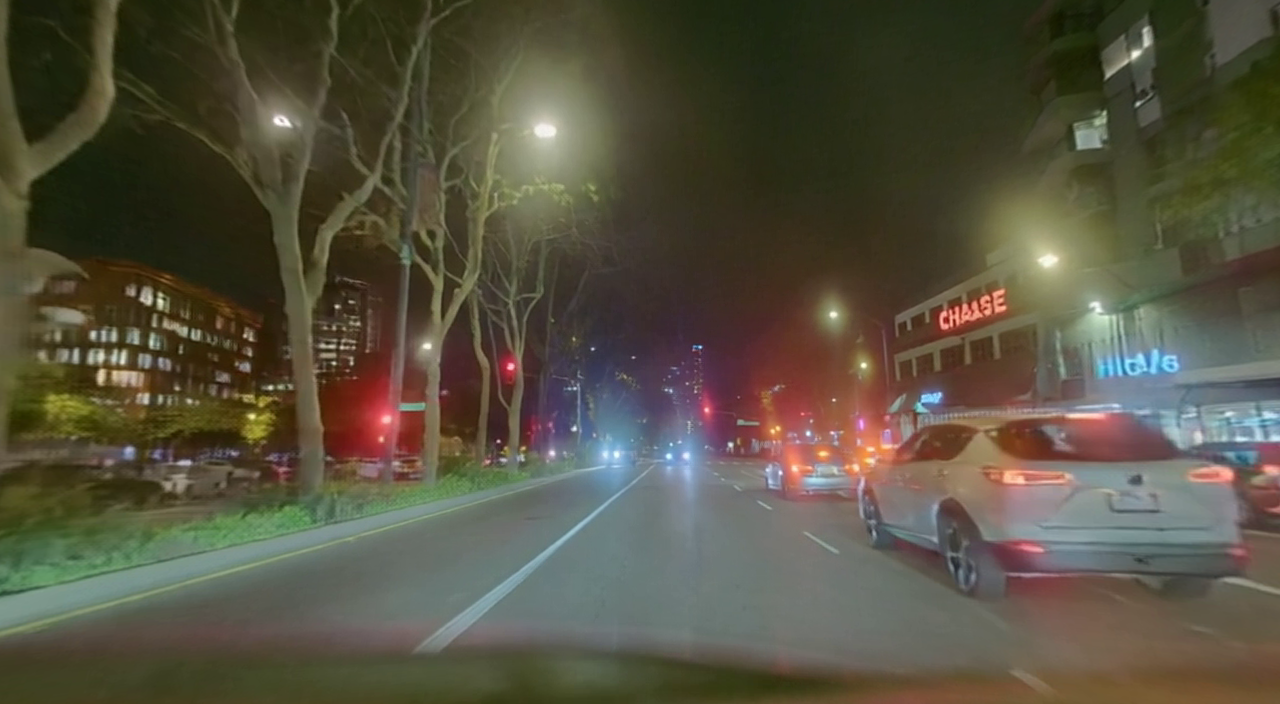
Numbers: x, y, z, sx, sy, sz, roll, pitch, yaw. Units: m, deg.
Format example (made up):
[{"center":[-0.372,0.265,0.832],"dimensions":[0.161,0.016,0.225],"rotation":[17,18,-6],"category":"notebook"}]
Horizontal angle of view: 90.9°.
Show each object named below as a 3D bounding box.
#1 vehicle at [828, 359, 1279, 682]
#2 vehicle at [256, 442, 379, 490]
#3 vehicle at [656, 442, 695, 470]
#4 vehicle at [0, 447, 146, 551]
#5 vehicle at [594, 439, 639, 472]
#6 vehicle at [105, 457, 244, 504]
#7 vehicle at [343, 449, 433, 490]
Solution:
[{"center":[3.608,1.293,6.041],"dimensions":[2.282,1.797,4.924],"rotation":[-1,-8,3],"category":"vehicle"},{"center":[-14.134,5.005,28.153],"dimensions":[2.337,1.895,5.872],"rotation":[0,-8,1],"category":"vehicle"},{"center":[2.016,5.853,35.662],"dimensions":[2.059,1.477,3.988],"rotation":[-1,-8,4],"category":"vehicle"},{"center":[-10.759,2.302,9.959],"dimensions":[2.047,1.572,4.472],"rotation":[-1,-8,4],"category":"vehicle"},{"center":[-1.232,5.829,35.706],"dimensions":[2.057,1.678,4.639],"rotation":[-1,-8,4],"category":"vehicle"},{"center":[-16.988,4.660,23.340],"dimensions":[1.804,1.437,4.560],"rotation":[0,-8,-2],"category":"vehicle"},{"center":[-10.157,4.732,25.745],"dimensions":[1.884,1.456,4.356],"rotation":[0,-8,0],"category":"vehicle"}]
